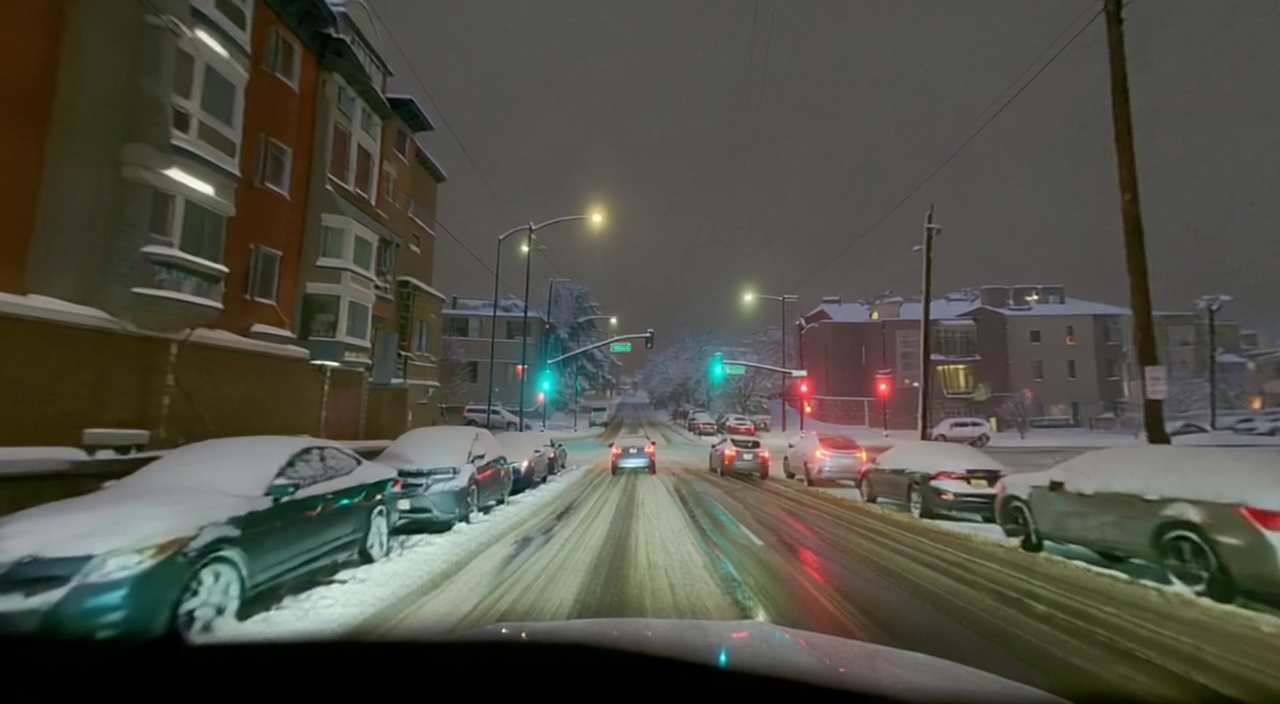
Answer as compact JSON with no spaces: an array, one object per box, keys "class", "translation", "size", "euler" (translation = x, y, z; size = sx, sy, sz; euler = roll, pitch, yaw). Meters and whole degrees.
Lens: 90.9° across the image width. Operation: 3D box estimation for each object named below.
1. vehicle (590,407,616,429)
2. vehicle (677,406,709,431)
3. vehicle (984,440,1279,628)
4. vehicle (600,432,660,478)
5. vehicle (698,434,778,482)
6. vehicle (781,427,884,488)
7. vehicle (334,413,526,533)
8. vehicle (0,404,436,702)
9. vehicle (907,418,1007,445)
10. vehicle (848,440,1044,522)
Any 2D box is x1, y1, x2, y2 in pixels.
[{"class":"vehicle","translation":[-2.830,5.180,49.329],"size":[1.878,1.521,3.697],"euler":[0,-8,-1]},{"class":"vehicle","translation":[3.825,4.895,46.150],"size":[2.093,1.655,4.327],"euler":[0,-8,1]},{"class":"vehicle","translation":[6.089,1.761,7.127],"size":[1.938,1.487,4.371],"euler":[0,-8,0]},{"class":"vehicle","translation":[-0.282,3.620,22.290],"size":[1.923,1.460,3.923],"euler":[0,-8,1]},{"class":"vehicle","translation":[3.208,3.581,21.645],"size":[2.055,1.450,4.676],"euler":[0,-8,1]},{"class":"vehicle","translation":[6.176,3.437,20.829],"size":[1.999,1.752,4.502],"euler":[0,-8,1]},{"class":"vehicle","translation":[-3.412,2.063,11.287],"size":[1.922,1.704,4.398],"euler":[0,-8,0]},{"class":"vehicle","translation":[-3.492,1.350,5.485],"size":[1.869,1.491,4.458],"euler":[0,-8,1]},{"class":"vehicle","translation":[18.448,4.662,36.810],"size":[4.738,1.537,1.960],"euler":[-1,-8,3]},{"class":"vehicle","translation":[6.188,2.637,13.475],"size":[1.962,1.438,4.440],"euler":[0,-8,0]}]
